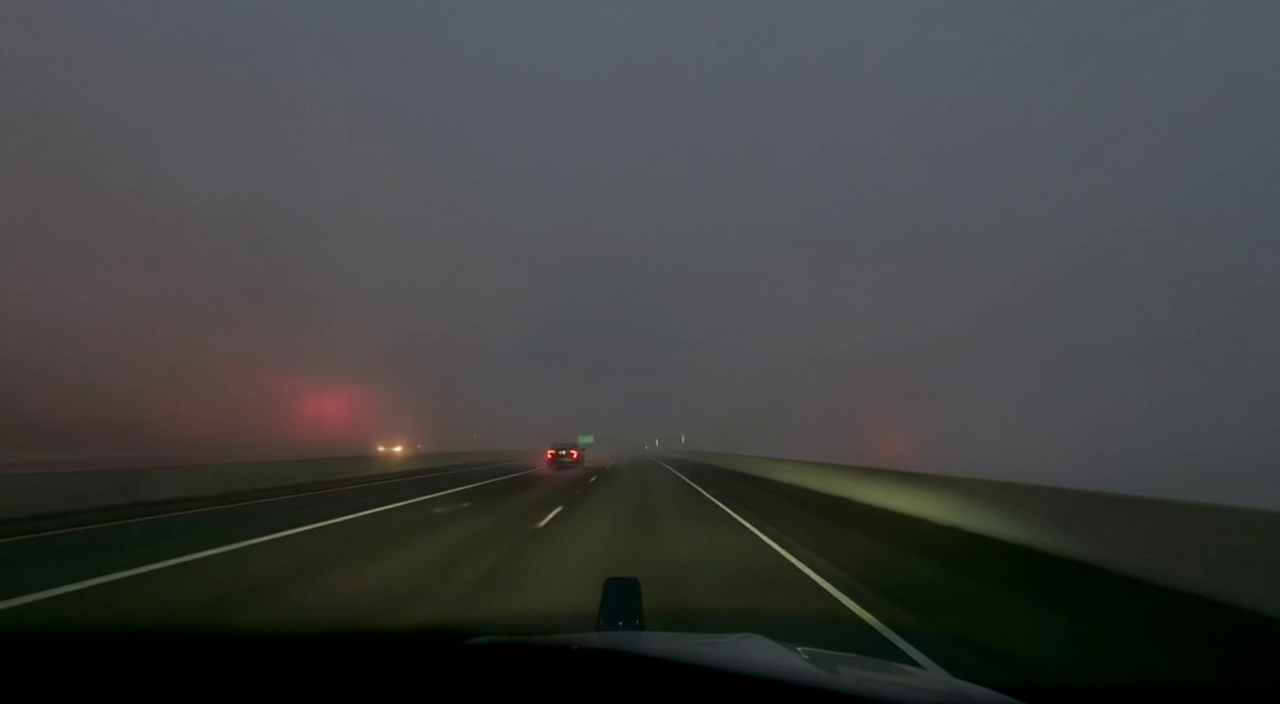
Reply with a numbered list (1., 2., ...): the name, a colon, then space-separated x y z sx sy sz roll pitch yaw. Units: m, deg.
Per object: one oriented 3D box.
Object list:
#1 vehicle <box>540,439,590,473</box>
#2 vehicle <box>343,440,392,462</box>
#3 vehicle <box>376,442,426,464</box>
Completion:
1. vehicle: -3.945 5.562 33.808 2.133 1.683 4.340 0 -9 0
2. vehicle: -21.404 7.797 49.614 1.889 1.598 4.423 0 -9 0
3. vehicle: -17.839 7.571 47.186 1.935 1.531 4.440 0 -9 1
